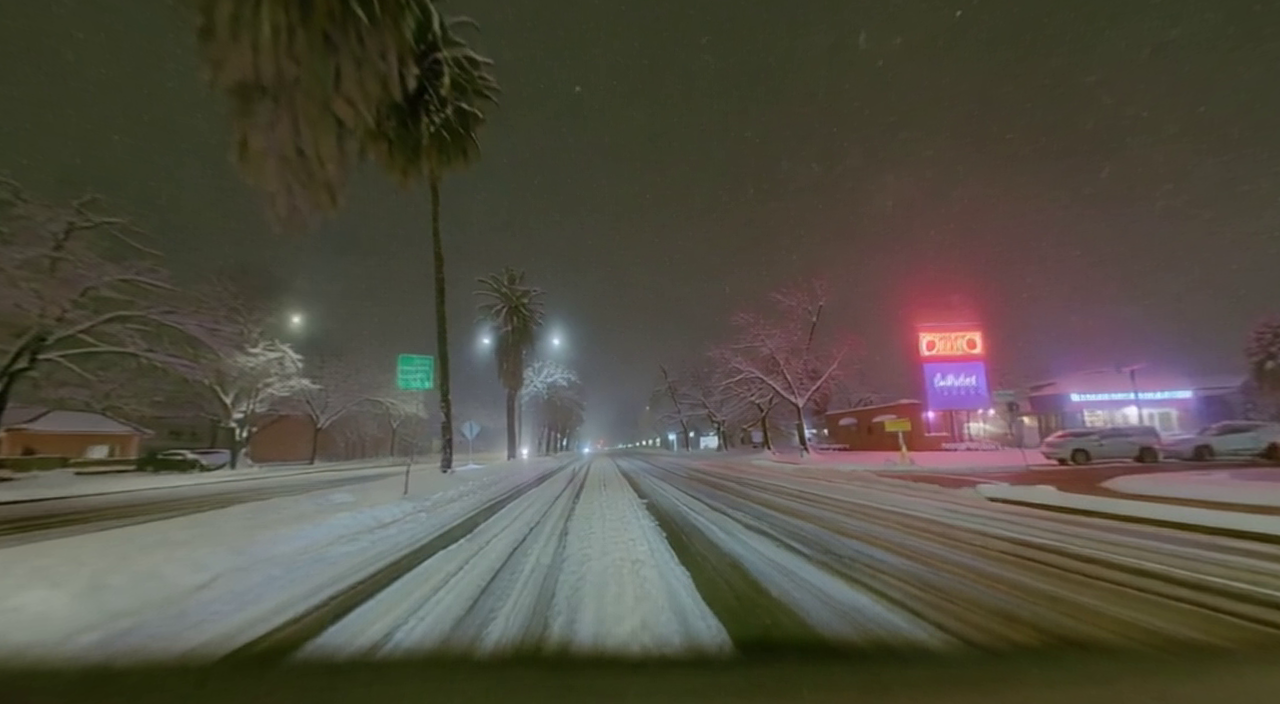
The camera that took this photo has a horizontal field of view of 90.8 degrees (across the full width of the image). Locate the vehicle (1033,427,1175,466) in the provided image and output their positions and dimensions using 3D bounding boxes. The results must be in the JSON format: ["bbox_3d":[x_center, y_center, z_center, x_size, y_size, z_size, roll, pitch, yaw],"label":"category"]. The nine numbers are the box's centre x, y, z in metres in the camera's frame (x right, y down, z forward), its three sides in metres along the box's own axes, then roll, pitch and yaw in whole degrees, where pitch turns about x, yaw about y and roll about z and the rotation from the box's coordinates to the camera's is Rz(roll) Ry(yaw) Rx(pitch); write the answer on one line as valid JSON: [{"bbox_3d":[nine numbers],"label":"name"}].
[{"bbox_3d":[18.665,3.794,25.510,4.382,1.463,1.869,1,-9,-6],"label":"vehicle"}]

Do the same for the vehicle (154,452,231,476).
[{"bbox_3d":[-30.174,7.540,42.774,1.945,1.444,4.428,-4,-9,1],"label":"vehicle"}]

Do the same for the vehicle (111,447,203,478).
[{"bbox_3d":[-33.140,7.541,43.606,2.236,1.982,5.467,0,-8,-4],"label":"vehicle"}]
